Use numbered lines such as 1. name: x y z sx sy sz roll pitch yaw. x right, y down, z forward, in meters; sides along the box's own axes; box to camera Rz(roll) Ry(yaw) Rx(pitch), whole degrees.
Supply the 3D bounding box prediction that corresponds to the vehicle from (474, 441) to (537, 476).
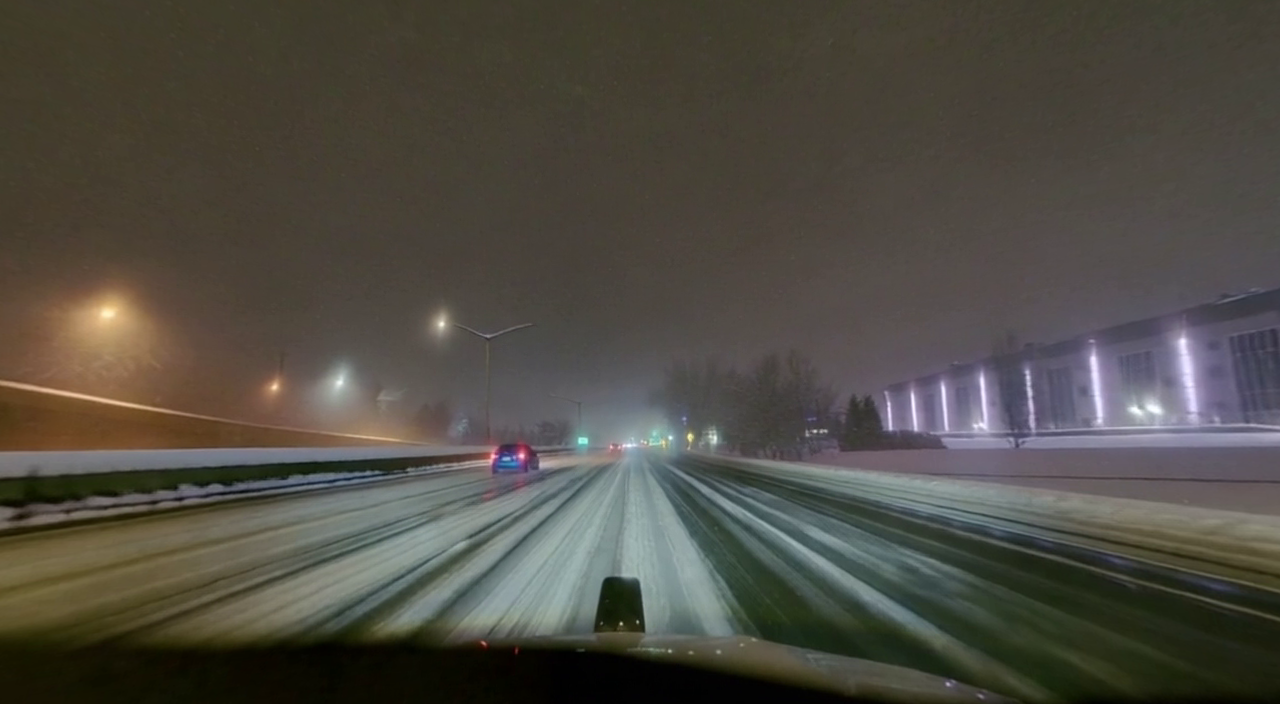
1. vehicle: -6.219 4.963 29.734 1.990 1.529 4.288 0 -8 0
